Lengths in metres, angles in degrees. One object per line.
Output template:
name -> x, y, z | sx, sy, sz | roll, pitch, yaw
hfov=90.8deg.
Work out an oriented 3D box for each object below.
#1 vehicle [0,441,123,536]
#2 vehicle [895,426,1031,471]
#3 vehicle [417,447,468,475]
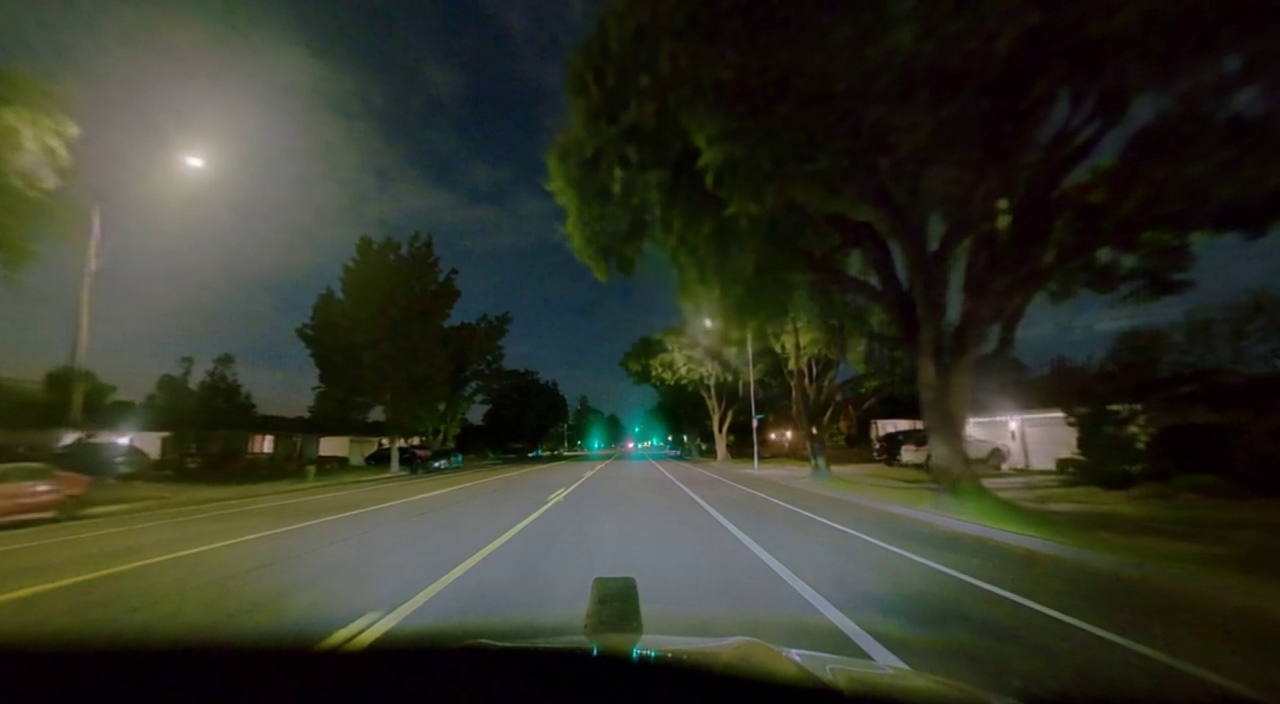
vehicle -> -12.642, 2.546, 11.880 | 2.110, 1.709, 4.426 | 0, -8, -1
vehicle -> 13.602, 4.094, 26.817 | 4.629, 1.770, 1.959 | 0, -8, 0
vehicle -> -12.826, 7.069, 41.252 | 1.936, 1.504, 4.456 | -2, -7, -1
